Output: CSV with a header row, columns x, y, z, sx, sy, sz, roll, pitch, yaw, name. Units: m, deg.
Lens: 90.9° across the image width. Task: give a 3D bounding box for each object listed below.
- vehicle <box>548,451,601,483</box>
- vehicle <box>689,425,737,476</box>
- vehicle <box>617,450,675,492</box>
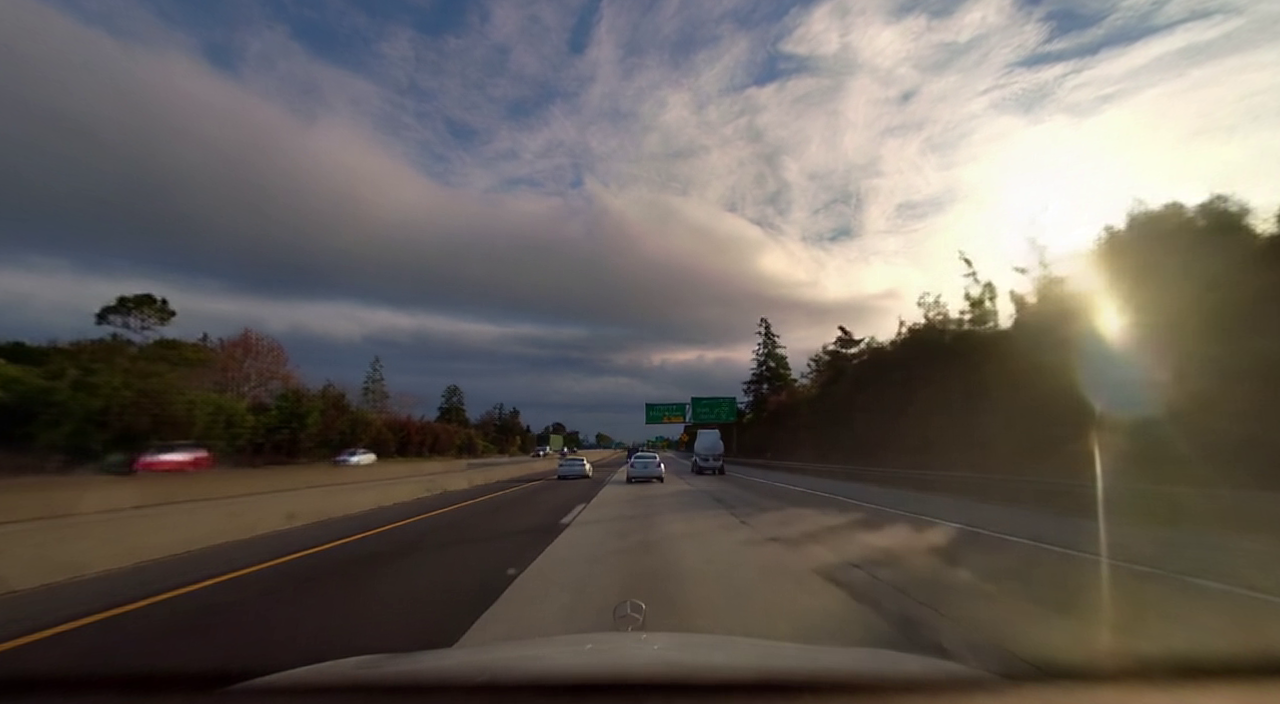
x,y,z,sx,sy,sz,roll,pitch,yaw,name
-3.121,5.592,30.892,2.105,1.467,4.099,0,-9,1,vehicle
4.890,6.499,41.251,2.650,2.978,6.937,-2,-10,10,vehicle
0.186,4.663,25.050,2.089,1.516,4.191,0,-9,-1,vehicle
